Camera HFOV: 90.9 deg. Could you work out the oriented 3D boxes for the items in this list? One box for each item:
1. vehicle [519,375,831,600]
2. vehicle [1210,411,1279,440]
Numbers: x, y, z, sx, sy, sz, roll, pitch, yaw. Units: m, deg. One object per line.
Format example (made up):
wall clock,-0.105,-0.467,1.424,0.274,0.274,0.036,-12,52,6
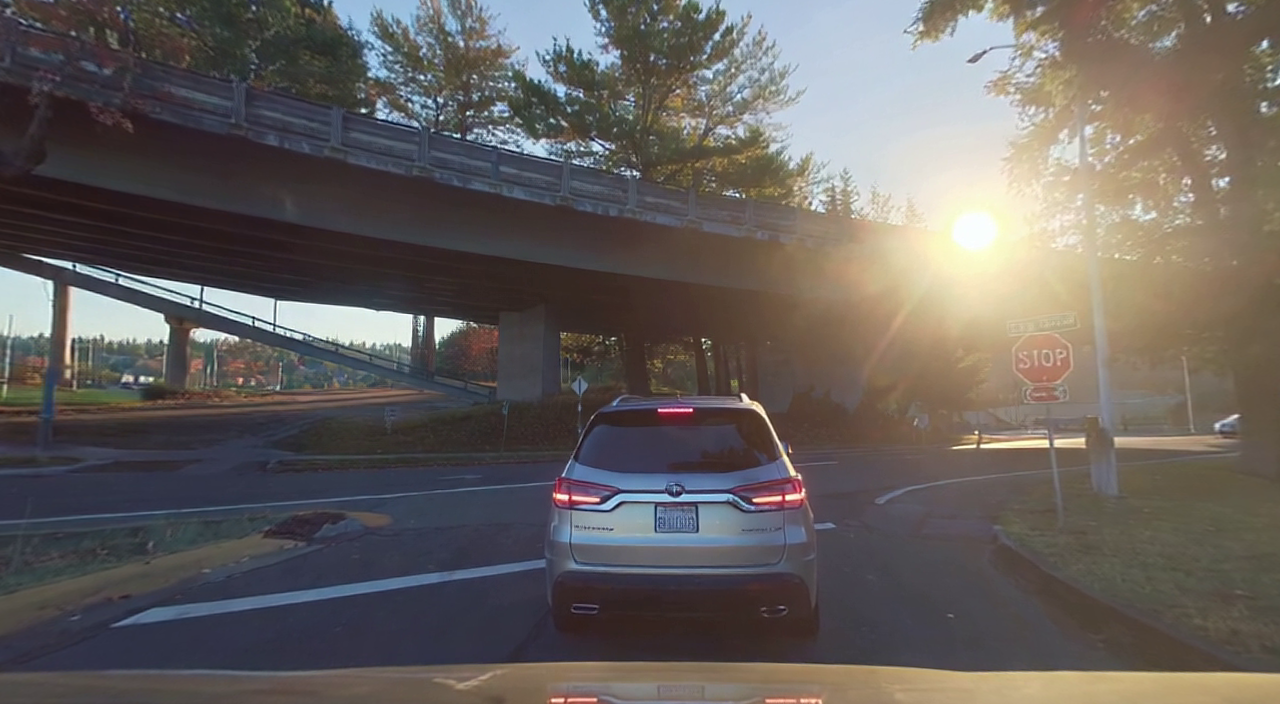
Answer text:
vehicle,0.316,1.416,7.333,2.494,1.804,4.336,0,-9,1
vehicle,39.336,4.783,40.735,4.413,1.717,2.073,4,-10,-26
